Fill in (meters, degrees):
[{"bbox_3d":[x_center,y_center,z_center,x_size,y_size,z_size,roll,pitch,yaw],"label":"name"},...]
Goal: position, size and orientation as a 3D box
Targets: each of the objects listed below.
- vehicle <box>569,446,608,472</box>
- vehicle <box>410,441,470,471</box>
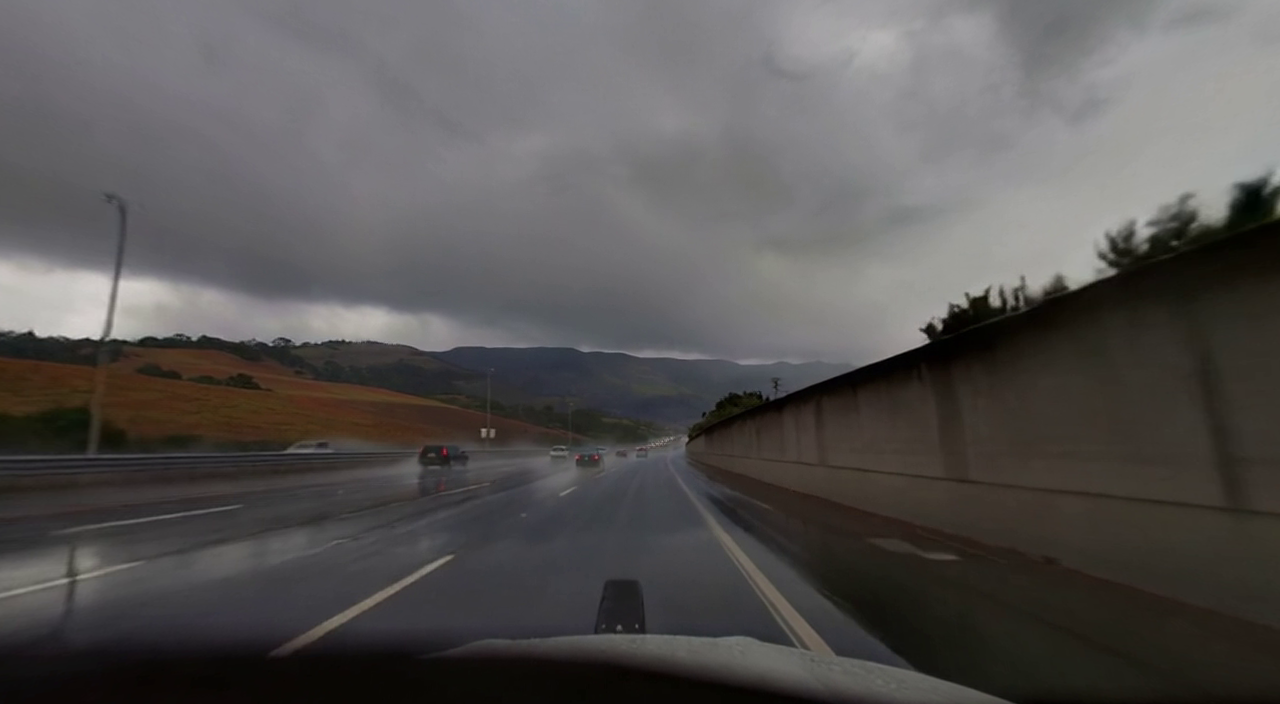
[{"bbox_3d":[-3.146,6.622,39.155,1.931,1.492,4.076,0,-9,2],"label":"vehicle"},{"bbox_3d":[-12.659,6.595,40.312,2.076,1.766,4.831,0,-9,2],"label":"vehicle"}]
